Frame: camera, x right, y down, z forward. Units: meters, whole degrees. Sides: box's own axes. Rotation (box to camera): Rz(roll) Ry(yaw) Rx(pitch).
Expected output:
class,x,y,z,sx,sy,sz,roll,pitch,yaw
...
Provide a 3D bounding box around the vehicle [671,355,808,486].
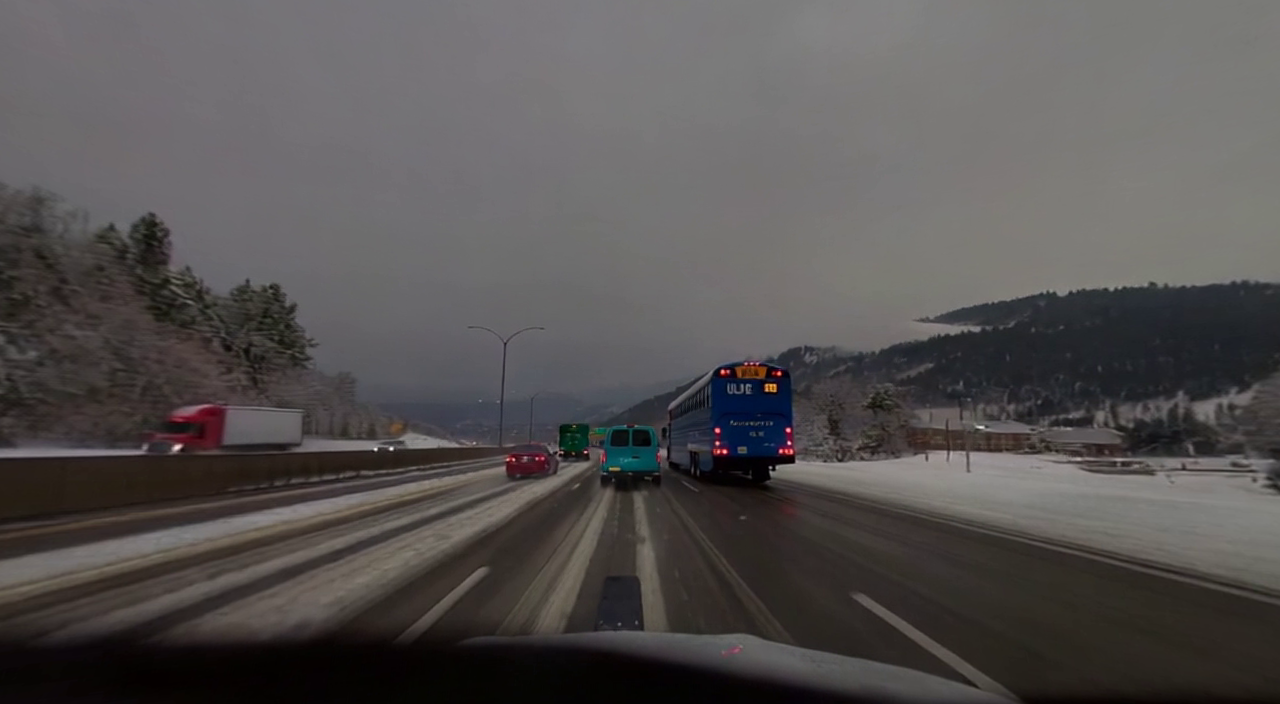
class,x,y,z,sx,sy,sz,roll,pitch,yaw
vehicle,3.451,3.096,26.517,3.006,4.101,13.245,0,-8,-3

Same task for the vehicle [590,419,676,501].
class,x,y,z,sx,sy,sz,roll,pitch,yaw
vehicle,-0.264,2.898,17.267,2.037,1.929,4.343,0,-8,-3

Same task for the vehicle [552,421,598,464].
class,x,y,z,sx,sy,sz,roll,pitch,yaw
vehicle,-4.881,6.958,48.565,2.947,3.009,7.991,0,-8,-2

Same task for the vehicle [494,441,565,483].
class,x,y,z,sx,sy,sz,roll,pitch,yaw
vehicle,-4.184,4.231,24.565,2.039,1.453,4.197,0,-8,-1

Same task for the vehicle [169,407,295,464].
class,x,y,z,sx,sy,sz,roll,pitch,yaw
vehicle,-29.938,6.287,47.124,2.923,3.797,10.108,0,-8,-2

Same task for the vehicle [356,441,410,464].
class,x,y,z,sx,sy,sz,roll,pitch,yaw
vehicle,-18.146,7.113,44.820,2.037,1.505,4.575,0,-8,-2
